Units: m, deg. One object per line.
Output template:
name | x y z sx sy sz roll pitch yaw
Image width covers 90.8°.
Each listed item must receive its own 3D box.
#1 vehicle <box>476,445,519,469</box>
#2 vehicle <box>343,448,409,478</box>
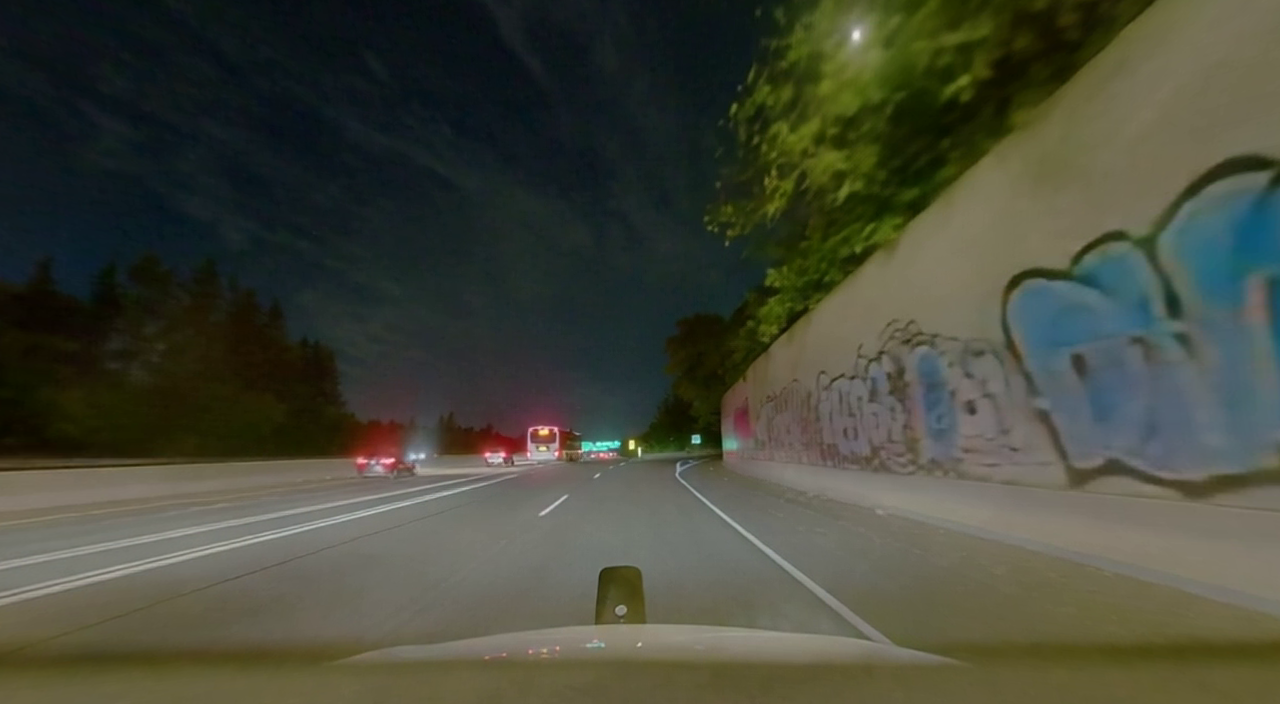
vehicle | -9.998 7.382 44.563 1.979 1.600 4.516 0 -9 1
vehicle | -14.146 5.928 34.030 1.878 1.470 3.825 0 -9 0
